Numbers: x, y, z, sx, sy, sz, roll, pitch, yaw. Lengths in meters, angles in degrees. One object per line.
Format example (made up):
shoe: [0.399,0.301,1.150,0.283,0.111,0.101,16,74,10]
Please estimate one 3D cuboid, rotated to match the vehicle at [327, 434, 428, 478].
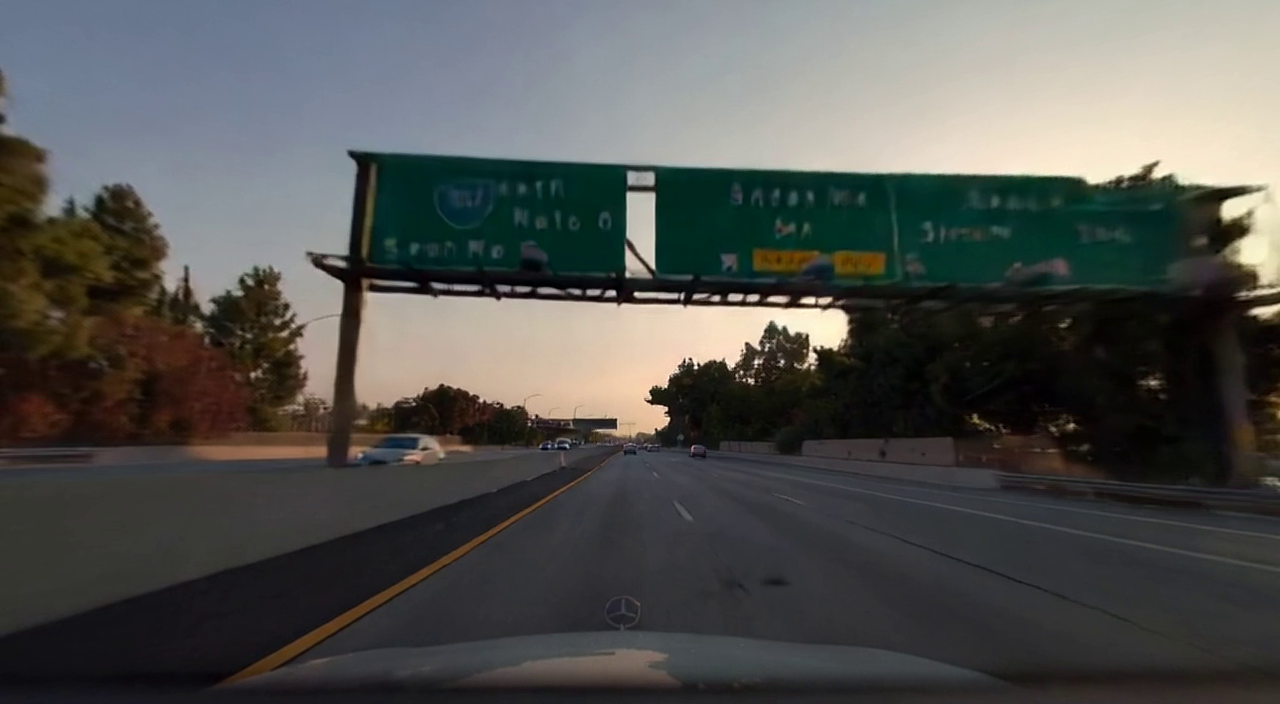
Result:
vehicle: [-9.572,3.838,23.490,1.867,1.467,4.485,0,-9,0]
